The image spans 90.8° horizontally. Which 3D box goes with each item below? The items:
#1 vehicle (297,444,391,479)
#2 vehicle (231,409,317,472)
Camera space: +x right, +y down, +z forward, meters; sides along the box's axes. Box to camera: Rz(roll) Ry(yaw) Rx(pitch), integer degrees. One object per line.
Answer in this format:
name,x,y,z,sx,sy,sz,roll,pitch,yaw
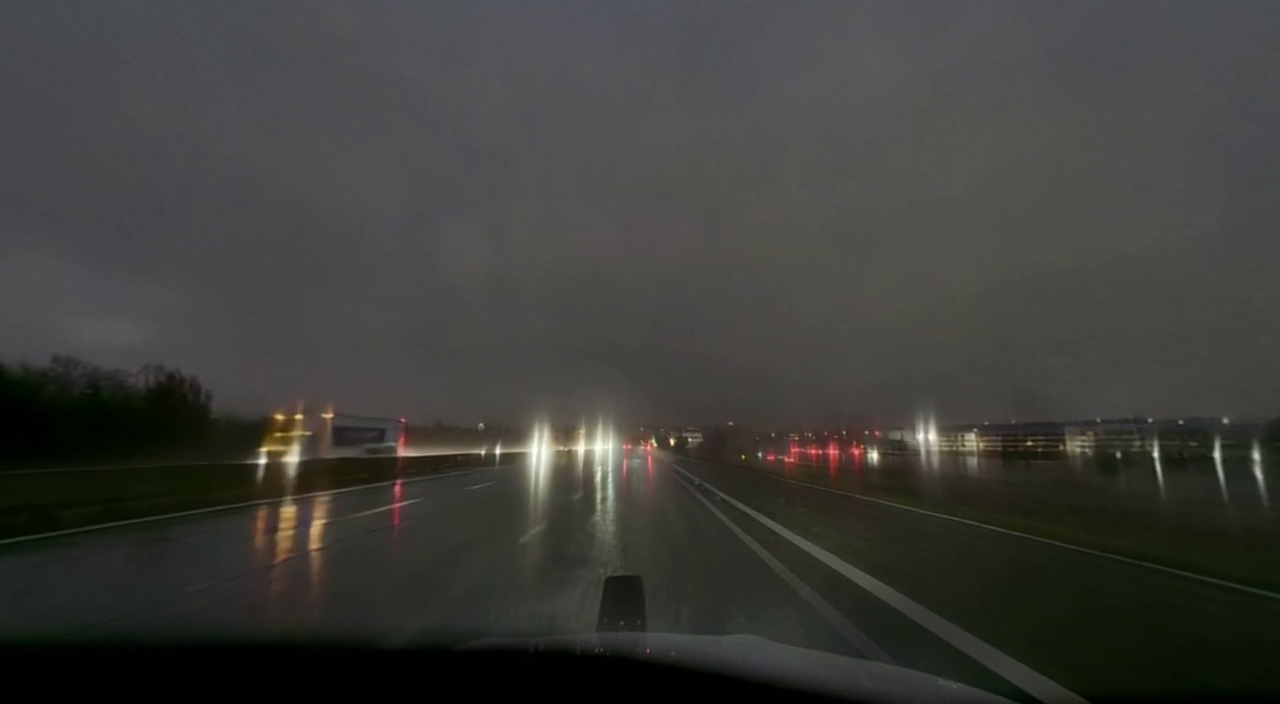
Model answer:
vehicle,-14.674,5.450,31.677,2.157,1.578,5.139,0,-9,1
vehicle,-22.631,5.524,39.200,3.182,3.718,3.135,0,-9,0
